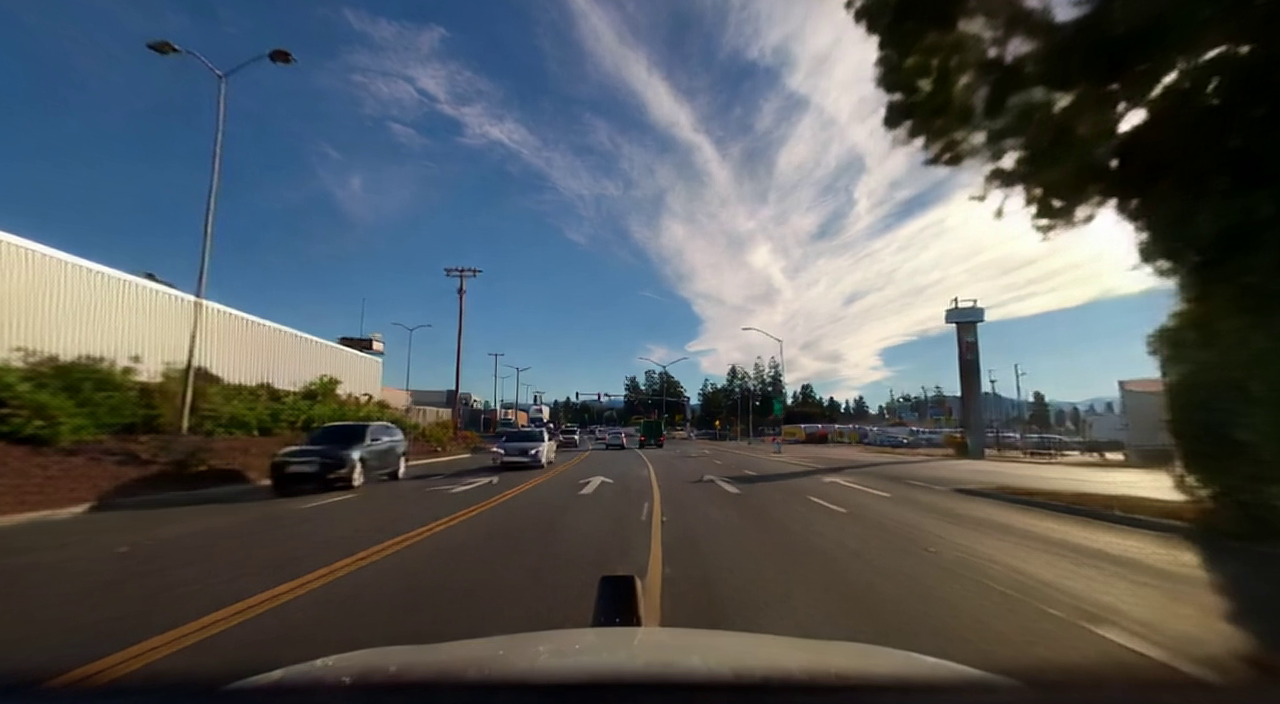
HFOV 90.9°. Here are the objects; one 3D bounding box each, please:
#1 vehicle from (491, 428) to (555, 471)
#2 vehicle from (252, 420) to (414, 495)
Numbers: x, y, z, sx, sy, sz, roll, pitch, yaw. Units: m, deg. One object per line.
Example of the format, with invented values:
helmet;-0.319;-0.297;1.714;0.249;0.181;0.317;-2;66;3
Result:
vehicle;-4.395;3.696;24.243;1.727;1.519;3.805;0;-7;0
vehicle;-7.362;2.542;15.639;1.957;1.588;3.965;0;-7;1
